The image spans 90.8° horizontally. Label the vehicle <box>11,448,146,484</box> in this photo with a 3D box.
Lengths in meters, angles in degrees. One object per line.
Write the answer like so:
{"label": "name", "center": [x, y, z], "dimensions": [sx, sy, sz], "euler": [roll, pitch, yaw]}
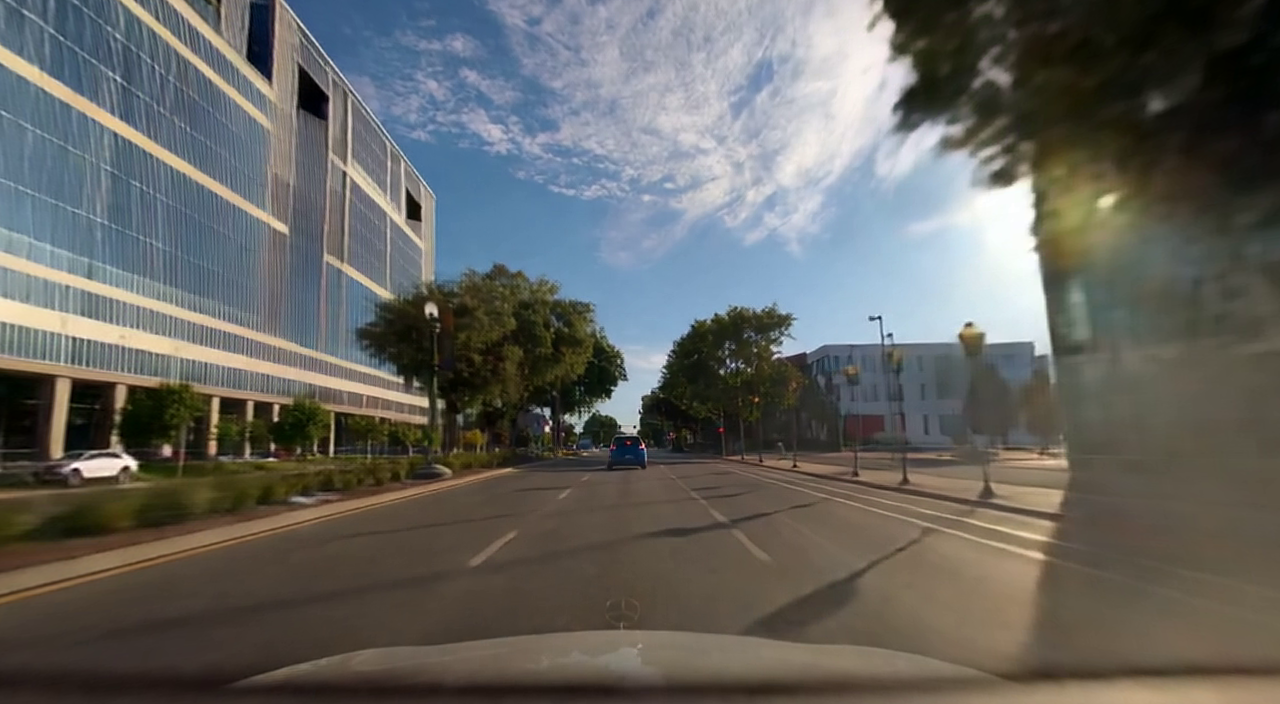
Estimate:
{"label": "vehicle", "center": [-29.692, 6.001, 33.629], "dimensions": [4.813, 1.783, 1.983], "euler": [3, -9, -20]}

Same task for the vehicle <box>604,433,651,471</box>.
{"label": "vehicle", "center": [-0.624, 5.254, 33.356], "dimensions": [2.313, 1.860, 4.319], "euler": [0, -8, -1]}
